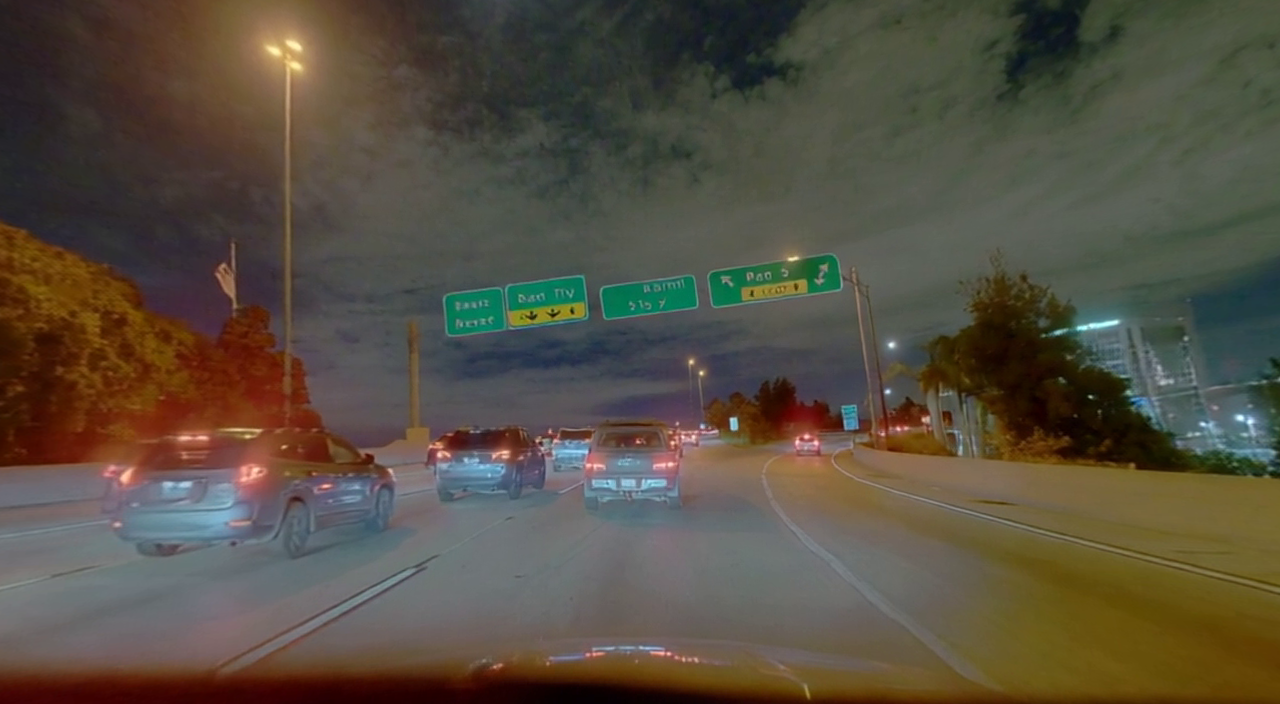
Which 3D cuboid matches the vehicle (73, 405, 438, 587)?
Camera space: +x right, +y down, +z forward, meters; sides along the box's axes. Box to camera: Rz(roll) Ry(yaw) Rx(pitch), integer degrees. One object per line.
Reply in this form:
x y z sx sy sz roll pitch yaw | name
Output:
-4.424 1.711 8.325 1.953 1.729 4.377 0 -9 1 | vehicle

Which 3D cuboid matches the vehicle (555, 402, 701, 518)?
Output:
-0.153 2.379 14.337 2.616 2.063 5.933 0 -9 1 | vehicle

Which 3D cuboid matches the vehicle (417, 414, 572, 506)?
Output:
-3.424 2.731 16.383 2.286 1.931 5.729 -1 -9 4 | vehicle
